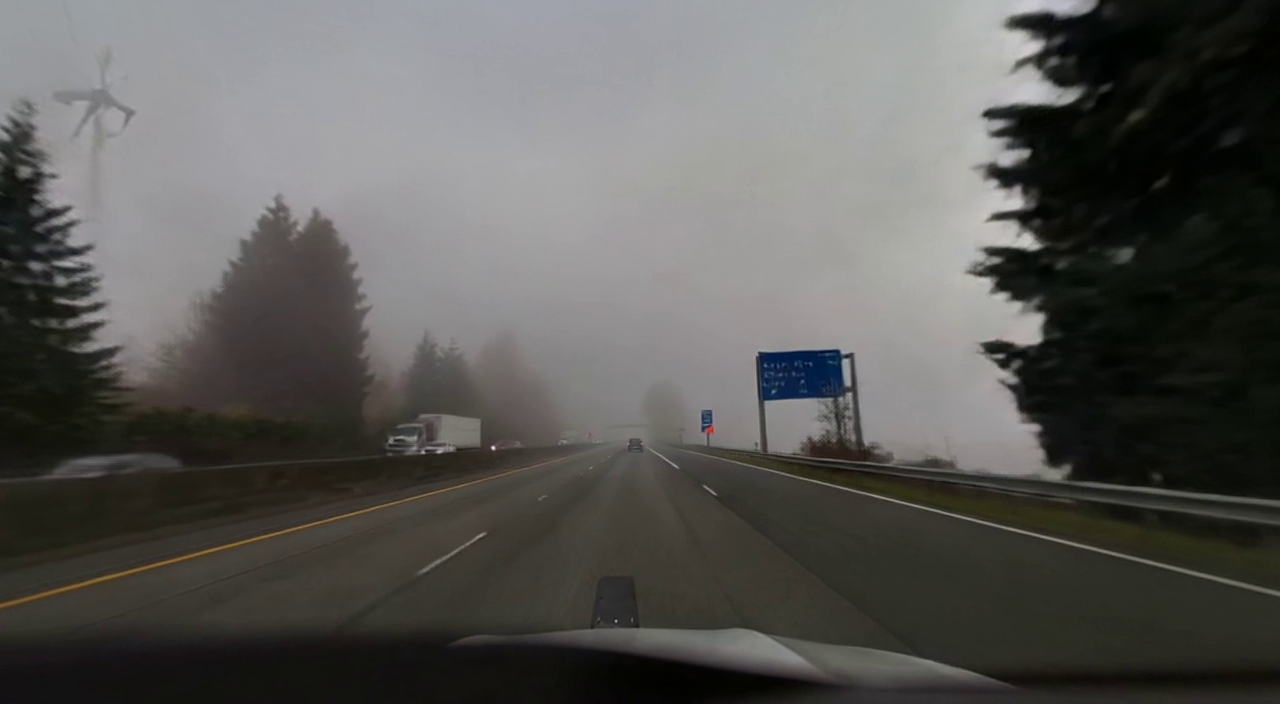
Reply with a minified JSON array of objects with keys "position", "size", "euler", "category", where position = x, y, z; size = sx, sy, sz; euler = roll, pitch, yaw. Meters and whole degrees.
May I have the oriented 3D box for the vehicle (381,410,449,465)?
[{"position":[-17.195,6.614,48.561],"size":[3.021,3.900,5.847],"euler":[0,-8,-1],"category":"vehicle"}]
